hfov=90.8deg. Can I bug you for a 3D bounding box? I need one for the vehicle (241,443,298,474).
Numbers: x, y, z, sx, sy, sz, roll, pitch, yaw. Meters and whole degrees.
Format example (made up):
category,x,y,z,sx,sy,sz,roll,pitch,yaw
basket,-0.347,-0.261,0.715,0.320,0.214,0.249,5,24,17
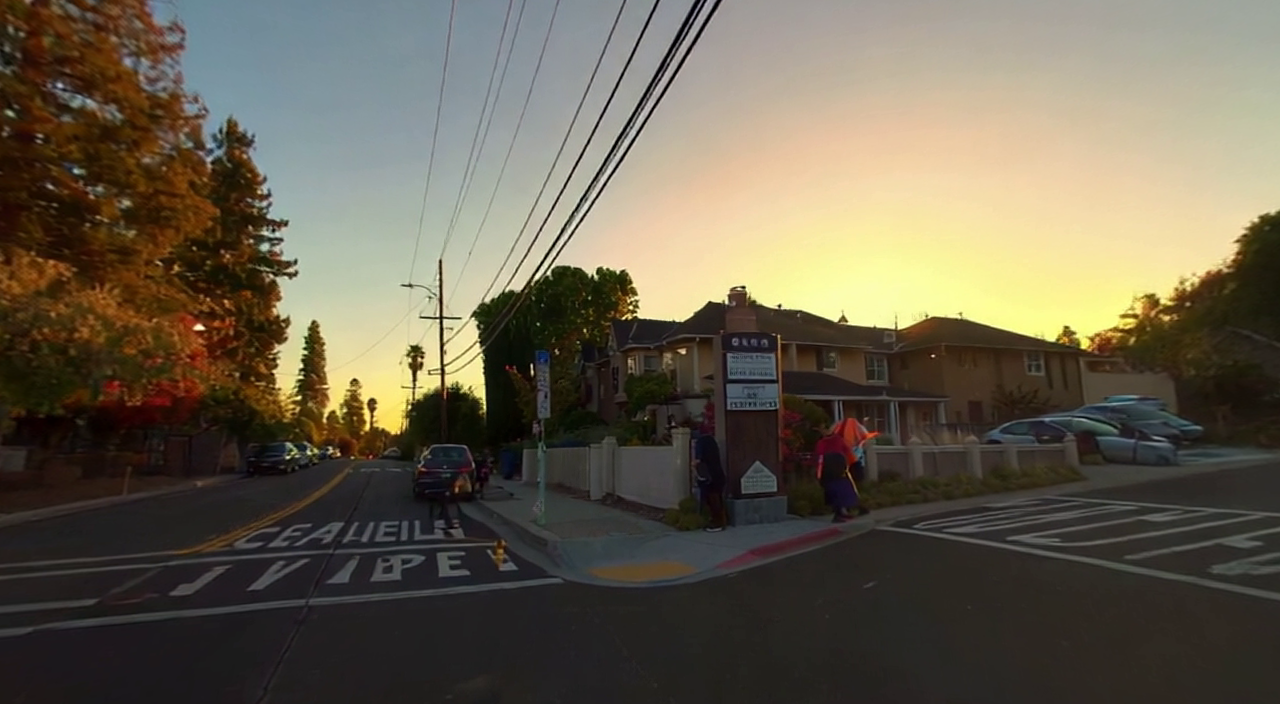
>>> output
category,x,y,z,sx,sy,sz,roll,pitch,yaw
vehicle,-23.074,6.612,39.550,2.203,1.787,4.704,3,-9,-21
